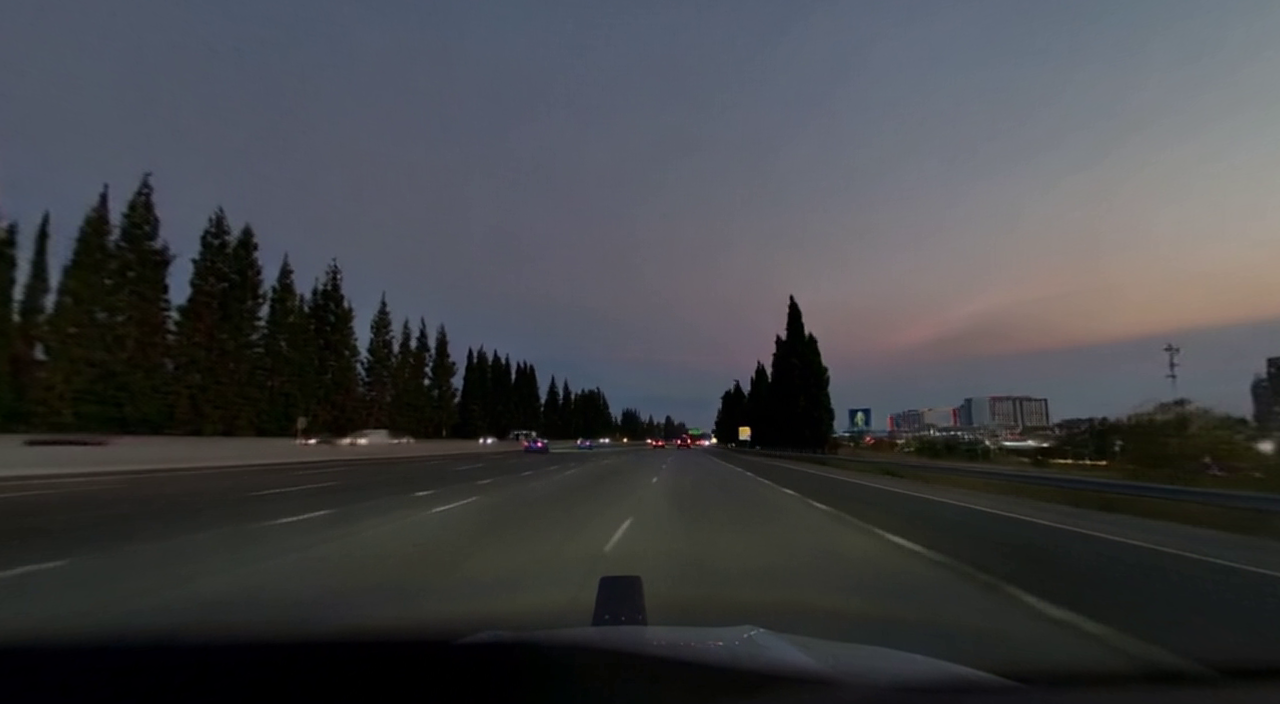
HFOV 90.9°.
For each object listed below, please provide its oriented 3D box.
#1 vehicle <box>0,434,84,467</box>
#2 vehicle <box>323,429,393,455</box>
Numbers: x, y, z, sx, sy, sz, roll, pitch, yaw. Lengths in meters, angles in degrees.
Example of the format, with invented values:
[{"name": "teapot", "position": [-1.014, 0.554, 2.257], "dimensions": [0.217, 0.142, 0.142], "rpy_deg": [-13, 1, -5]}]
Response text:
[{"name": "vehicle", "position": [-29.786, 4.734, 30.387], "dimensions": [1.760, 1.466, 4.396], "rpy_deg": [-1, -8, 4]}, {"name": "vehicle", "position": [-20.857, 6.709, 46.995], "dimensions": [2.197, 1.750, 5.738], "rpy_deg": [-1, -8, 5]}]
